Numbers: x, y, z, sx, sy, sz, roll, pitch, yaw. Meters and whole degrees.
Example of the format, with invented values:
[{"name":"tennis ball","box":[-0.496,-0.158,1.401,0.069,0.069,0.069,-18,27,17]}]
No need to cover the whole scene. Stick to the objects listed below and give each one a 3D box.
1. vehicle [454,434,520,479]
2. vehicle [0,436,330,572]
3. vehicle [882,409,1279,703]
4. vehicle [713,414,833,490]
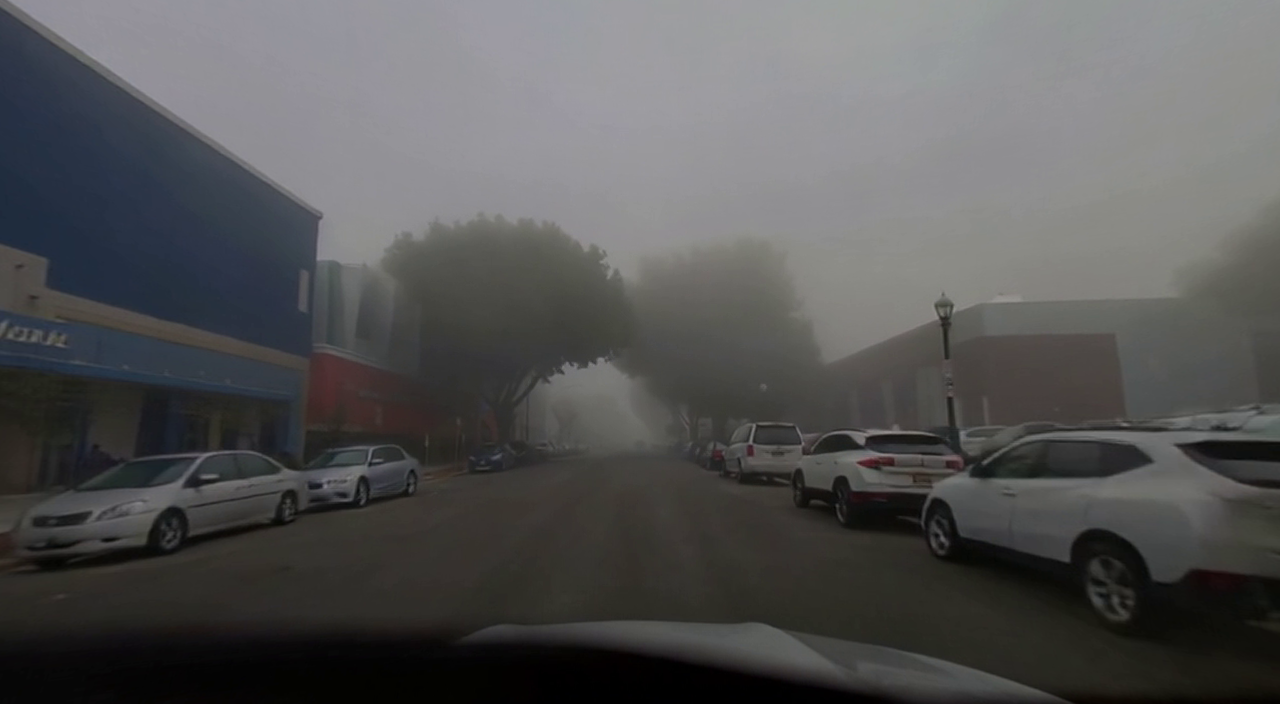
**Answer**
[{"name":"vehicle","box":[-7.059,4.842,29.724,1.996,1.770,5.518,-1,-6,-3]},{"name":"vehicle","box":[-7.195,2.155,10.032,2.001,1.502,4.851,-1,-6,1]},{"name":"vehicle","box":[4.110,1.328,5.624,1.973,1.494,4.867,0,-7,0]},{"name":"vehicle","box":[3.863,2.985,19.498,2.390,2.005,5.276,0,-7,-2]}]
